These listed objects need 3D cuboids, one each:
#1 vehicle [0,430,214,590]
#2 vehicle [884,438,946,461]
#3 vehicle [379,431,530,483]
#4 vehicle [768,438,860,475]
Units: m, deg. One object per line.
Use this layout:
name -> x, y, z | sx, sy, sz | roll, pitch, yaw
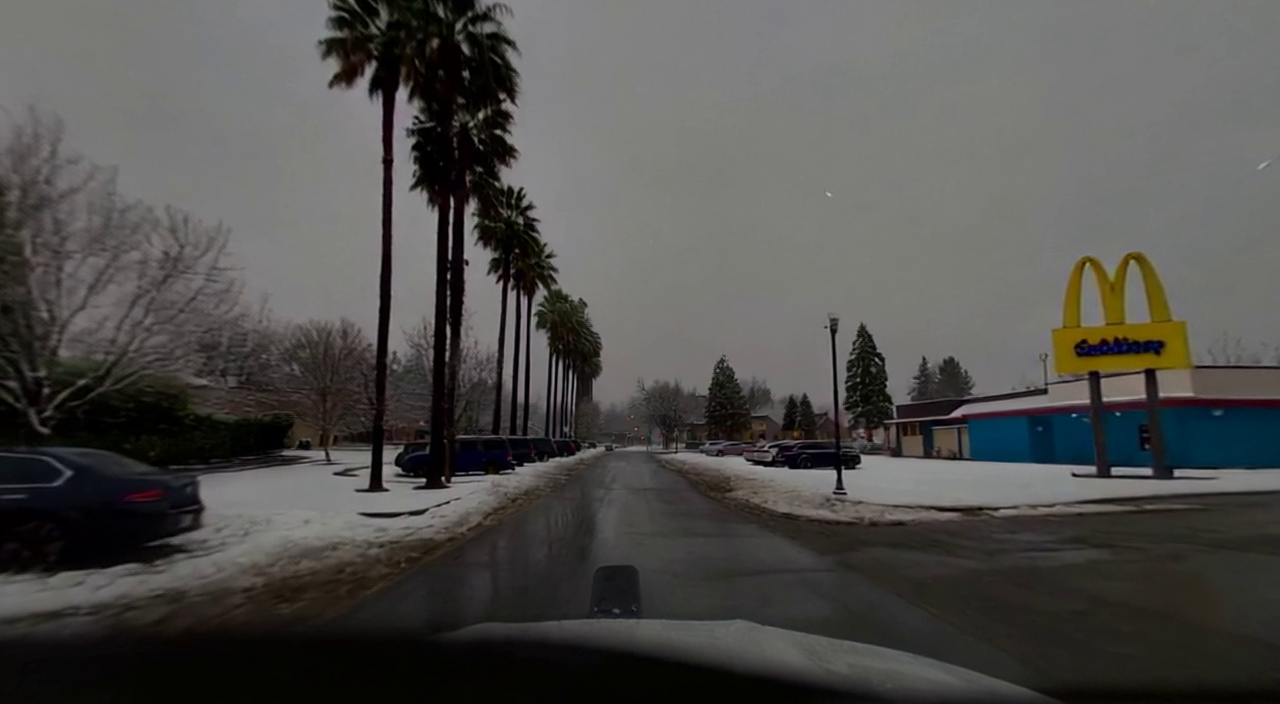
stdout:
vehicle -> -7.496, 1.593, 6.572 | 4.838, 1.521, 2.105 | 5, -11, -30
vehicle -> 20.889, 7.458, 48.017 | 4.120, 1.659, 1.894 | -5, -10, 28
vehicle -> -7.228, 4.107, 24.806 | 5.210, 1.834, 2.281 | 5, -11, -30
vehicle -> 9.120, 5.462, 33.067 | 4.509, 1.759, 2.077 | 5, -11, -31
